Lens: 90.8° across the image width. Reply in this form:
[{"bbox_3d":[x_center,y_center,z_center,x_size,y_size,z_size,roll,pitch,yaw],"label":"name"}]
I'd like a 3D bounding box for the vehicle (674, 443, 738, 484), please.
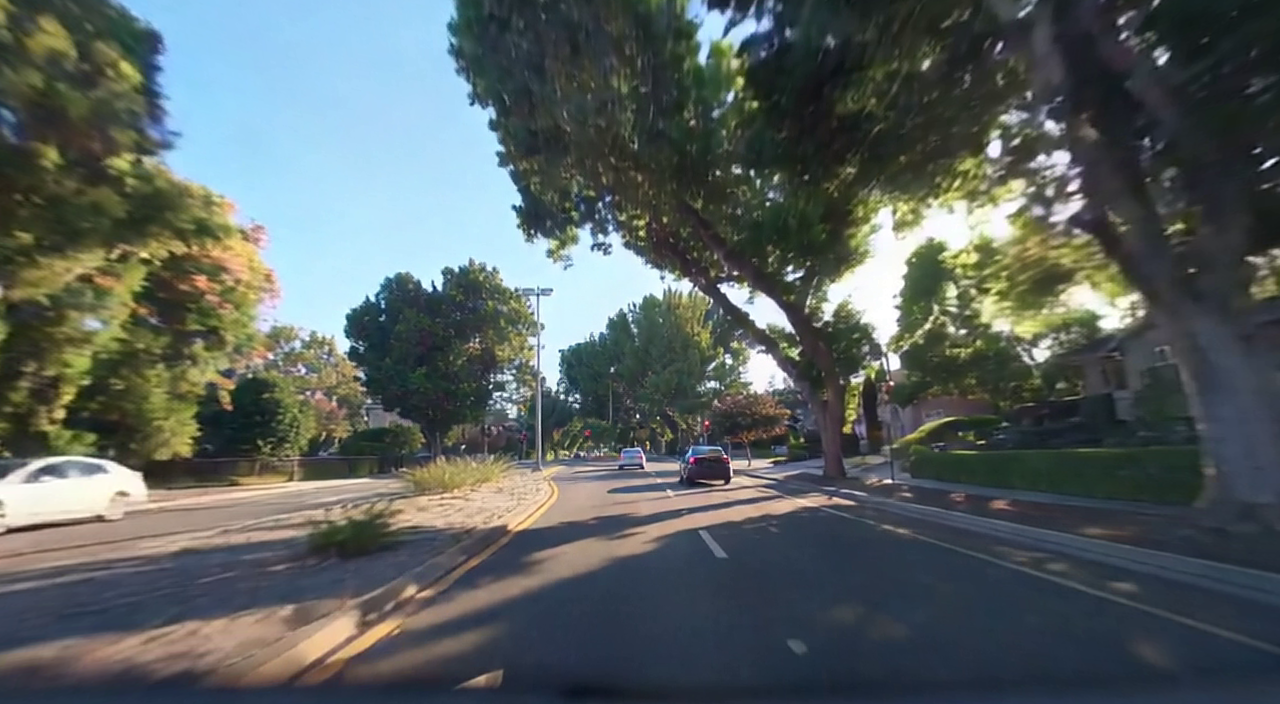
[{"bbox_3d":[2.561,4.471,25.602,2.057,1.496,4.401,0,-9,-1],"label":"vehicle"}]

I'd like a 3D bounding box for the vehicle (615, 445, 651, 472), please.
[{"bbox_3d":[-0.432,6.256,37.369,2.018,1.511,3.993,0,-8,-1],"label":"vehicle"}]

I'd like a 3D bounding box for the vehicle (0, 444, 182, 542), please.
[{"bbox_3d":[-12.297,2.794,13.233,1.993,1.708,4.623,0,-8,-1],"label":"vehicle"}]
